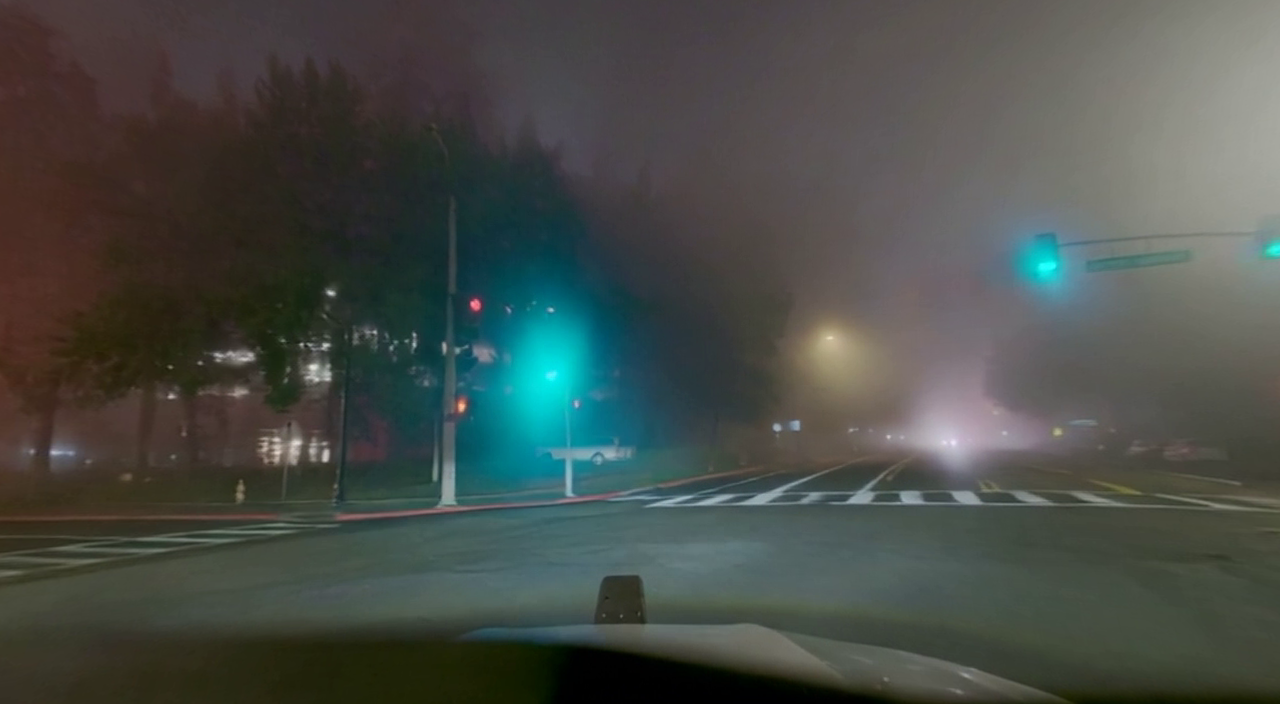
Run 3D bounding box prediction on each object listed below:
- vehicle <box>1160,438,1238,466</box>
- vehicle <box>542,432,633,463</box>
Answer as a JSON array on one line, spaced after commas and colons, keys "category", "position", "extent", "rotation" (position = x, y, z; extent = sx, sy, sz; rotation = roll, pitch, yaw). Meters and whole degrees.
[{"category": "vehicle", "position": [31.913, 5.719, 36.233], "extent": [1.893, 1.454, 4.483], "rotation": [-4, -9, 23]}, {"category": "vehicle", "position": [-2.940, 5.400, 35.537], "extent": [4.765, 1.593, 1.891], "rotation": [-4, -9, 21]}]
